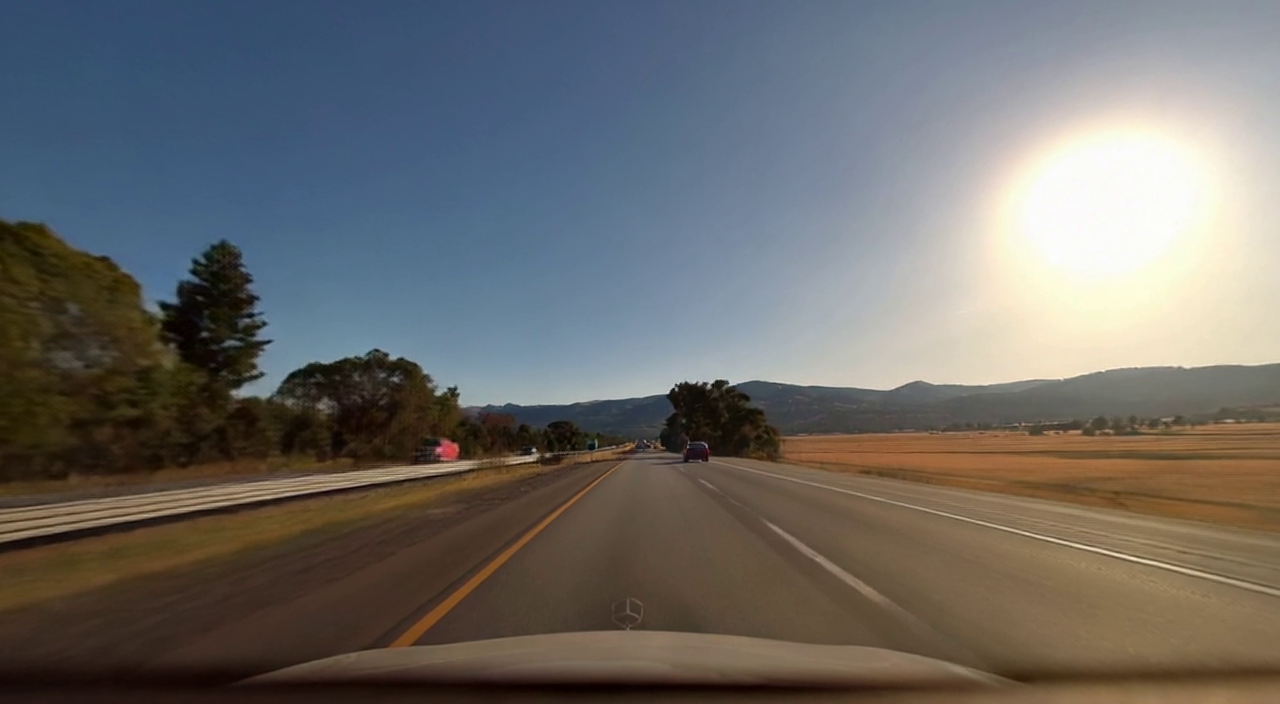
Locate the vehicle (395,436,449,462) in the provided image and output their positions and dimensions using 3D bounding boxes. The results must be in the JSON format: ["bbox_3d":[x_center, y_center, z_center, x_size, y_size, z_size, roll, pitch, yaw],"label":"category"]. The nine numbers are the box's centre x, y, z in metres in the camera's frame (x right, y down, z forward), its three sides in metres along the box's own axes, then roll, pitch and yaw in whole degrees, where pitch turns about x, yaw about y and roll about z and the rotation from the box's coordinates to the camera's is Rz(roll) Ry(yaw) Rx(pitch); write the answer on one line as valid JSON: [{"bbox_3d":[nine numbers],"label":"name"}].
[{"bbox_3d":[-16.973,7.577,49.450,2.361,1.937,5.075,-1,-8,1],"label":"vehicle"}]

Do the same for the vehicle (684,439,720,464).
[{"bbox_3d":[4.372,7.055,44.891,2.157,1.640,4.056,0,-8,1],"label":"vehicle"}]
